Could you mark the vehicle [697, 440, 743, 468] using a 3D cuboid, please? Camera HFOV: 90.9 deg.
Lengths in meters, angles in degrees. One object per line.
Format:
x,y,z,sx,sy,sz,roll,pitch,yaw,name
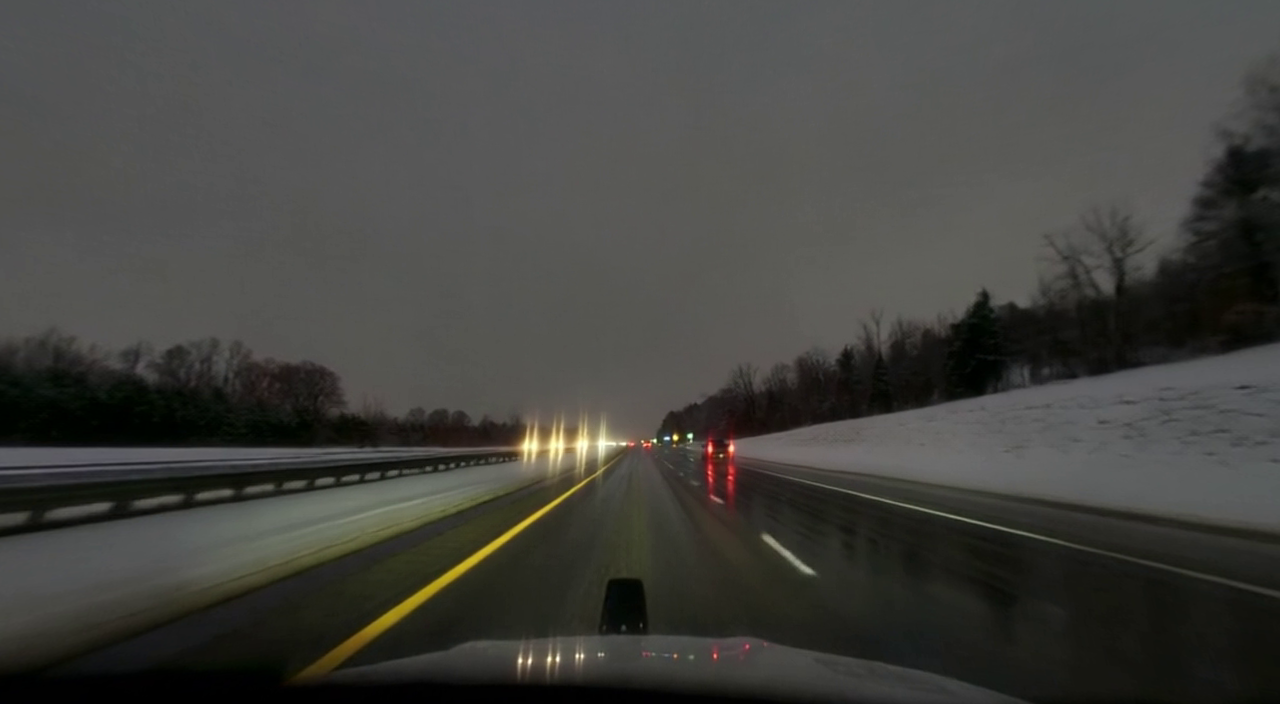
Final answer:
4.599,5.937,36.823,2.012,1.476,4.256,0,-9,-2,vehicle
